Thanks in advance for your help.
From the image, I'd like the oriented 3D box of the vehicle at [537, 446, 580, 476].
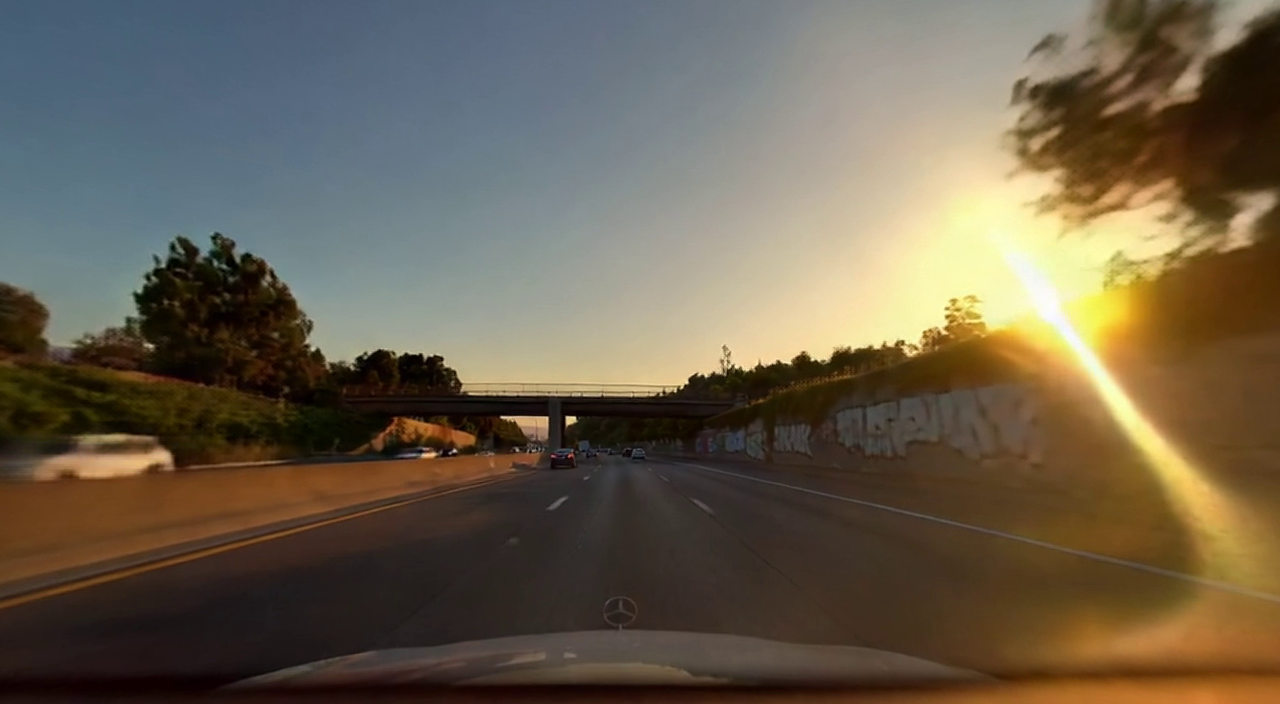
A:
[{"bbox_3d":[-4.323,5.838,33.853,1.871,1.459,3.771,0,-9,-2],"label":"vehicle"}]
